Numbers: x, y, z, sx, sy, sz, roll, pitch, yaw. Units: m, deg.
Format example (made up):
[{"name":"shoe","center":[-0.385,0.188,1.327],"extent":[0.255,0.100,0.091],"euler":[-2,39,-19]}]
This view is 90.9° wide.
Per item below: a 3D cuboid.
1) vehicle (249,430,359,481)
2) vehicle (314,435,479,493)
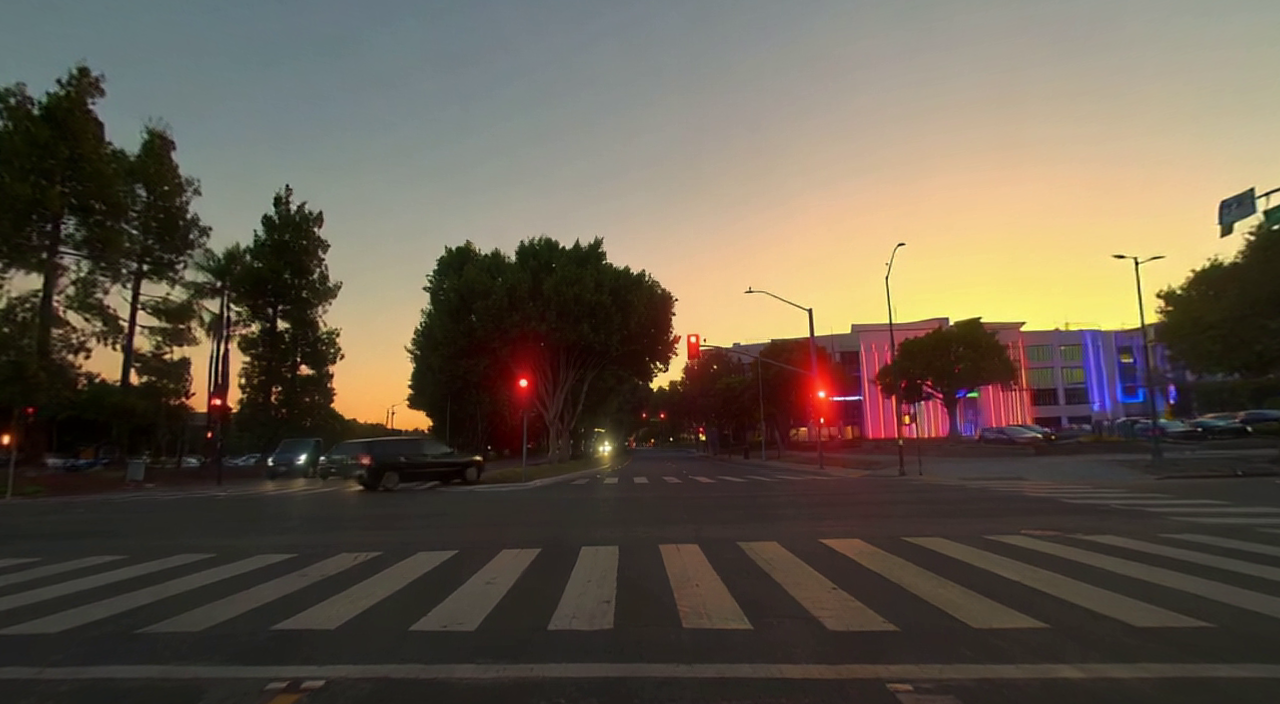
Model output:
[{"name":"vehicle","center":[-18.529,5.735,35.237],"extent":[2.557,2.580,5.856],"euler":[-1,-8,4]},{"name":"vehicle","center":[-7.878,3.571,20.531],"extent":[4.569,1.658,2.153],"euler":[5,-10,-33]}]
